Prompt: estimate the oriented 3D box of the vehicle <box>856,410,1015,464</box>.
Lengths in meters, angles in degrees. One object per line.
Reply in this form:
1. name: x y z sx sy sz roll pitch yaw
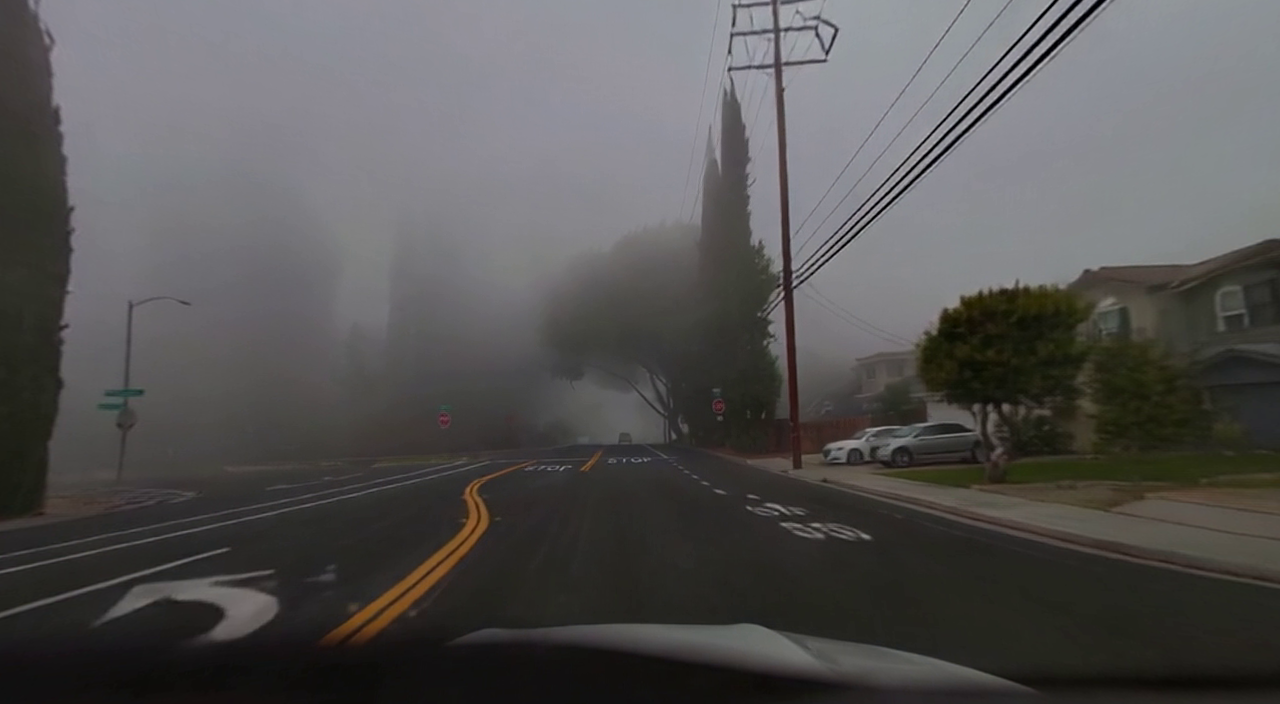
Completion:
1. vehicle: 10.413 3.053 22.609 4.544 1.807 2.204 0 -8 3
